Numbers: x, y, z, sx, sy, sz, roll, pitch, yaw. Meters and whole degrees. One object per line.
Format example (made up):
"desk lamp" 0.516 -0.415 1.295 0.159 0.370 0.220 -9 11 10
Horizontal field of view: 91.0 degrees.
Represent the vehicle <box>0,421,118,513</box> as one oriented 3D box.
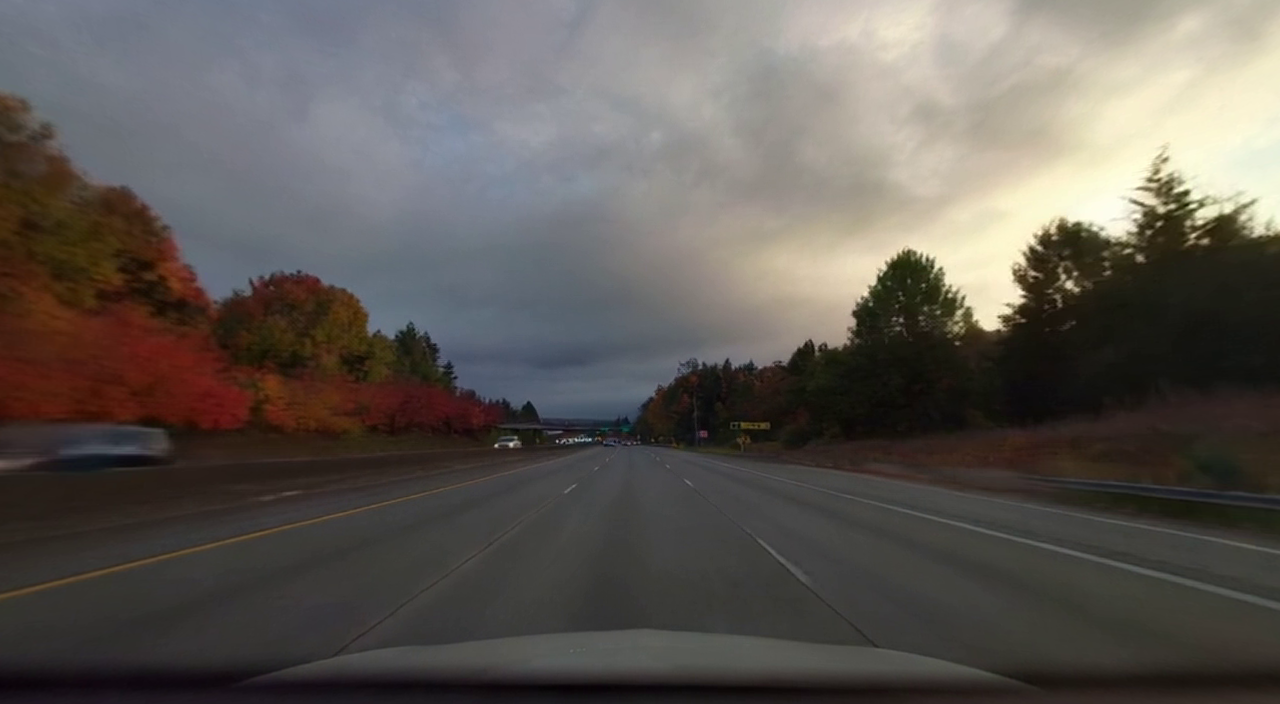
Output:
"vehicle" -11.432 1.873 10.229 1.904 1.504 4.525 0 -8 1
